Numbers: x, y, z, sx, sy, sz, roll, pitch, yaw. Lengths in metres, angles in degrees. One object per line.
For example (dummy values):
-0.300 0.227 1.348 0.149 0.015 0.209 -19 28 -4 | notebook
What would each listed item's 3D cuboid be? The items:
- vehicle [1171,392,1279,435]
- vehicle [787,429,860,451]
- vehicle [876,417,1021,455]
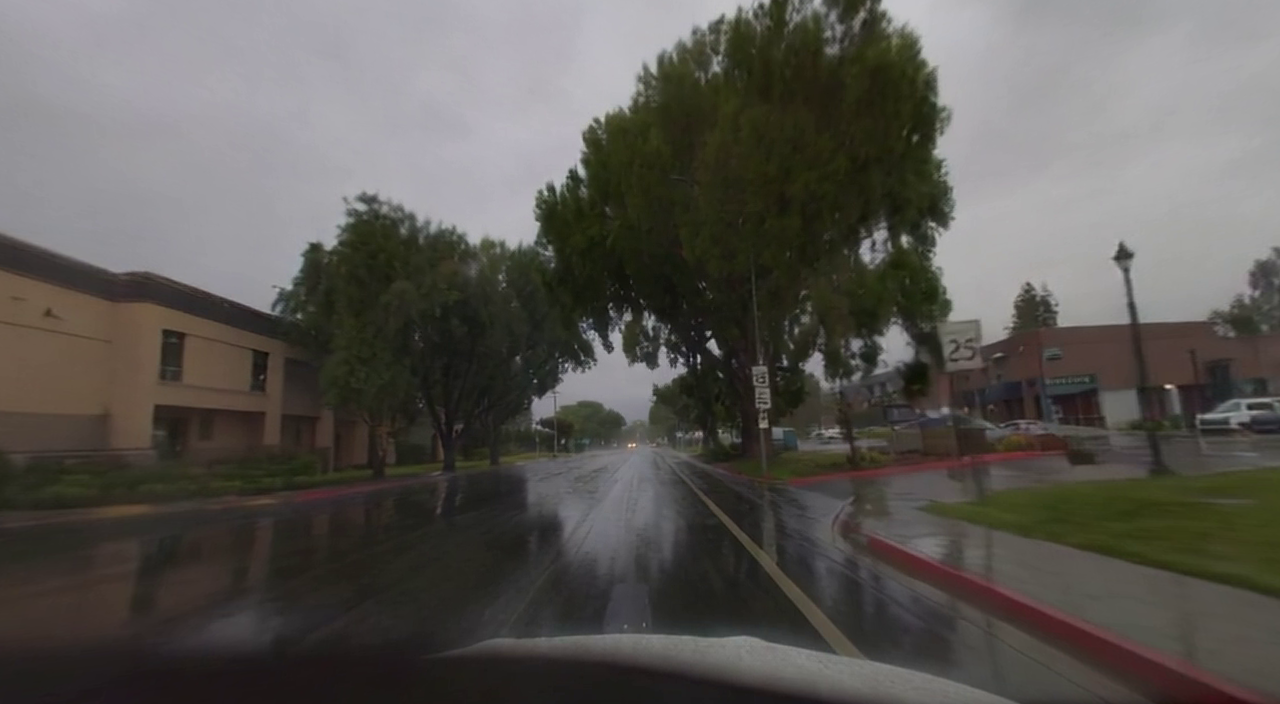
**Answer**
27.255 2.894 28.835 1.850 1.706 4.610 0 -8 0 | vehicle
13.130 6.338 45.339 4.529 1.490 2.168 1 -8 -5 | vehicle
12.772 3.528 26.356 4.955 1.489 2.002 0 -8 1 | vehicle
